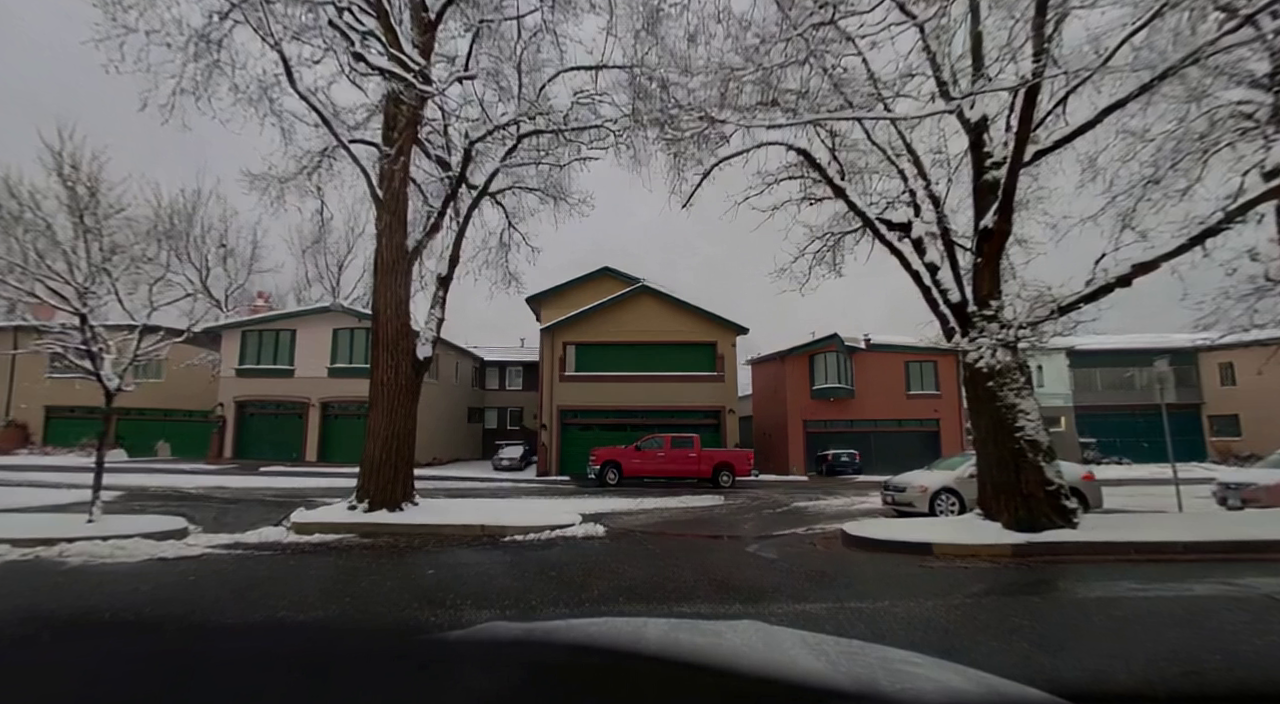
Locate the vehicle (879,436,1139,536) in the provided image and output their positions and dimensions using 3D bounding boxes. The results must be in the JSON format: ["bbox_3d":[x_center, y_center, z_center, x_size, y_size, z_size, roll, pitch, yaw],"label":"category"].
[{"bbox_3d":[7.307,2.606,12.777,4.074,1.617,2.112,1,-4,-9],"label":"vehicle"}]

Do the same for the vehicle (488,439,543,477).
[{"bbox_3d":[-5.908,5.026,30.255,1.869,1.460,3.826,-3,-6,-1],"label":"vehicle"}]

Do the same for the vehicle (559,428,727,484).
[{"bbox_3d":[0.071,3.617,22.161,5.600,1.835,2.161,0,-8,-2],"label":"vehicle"}]
